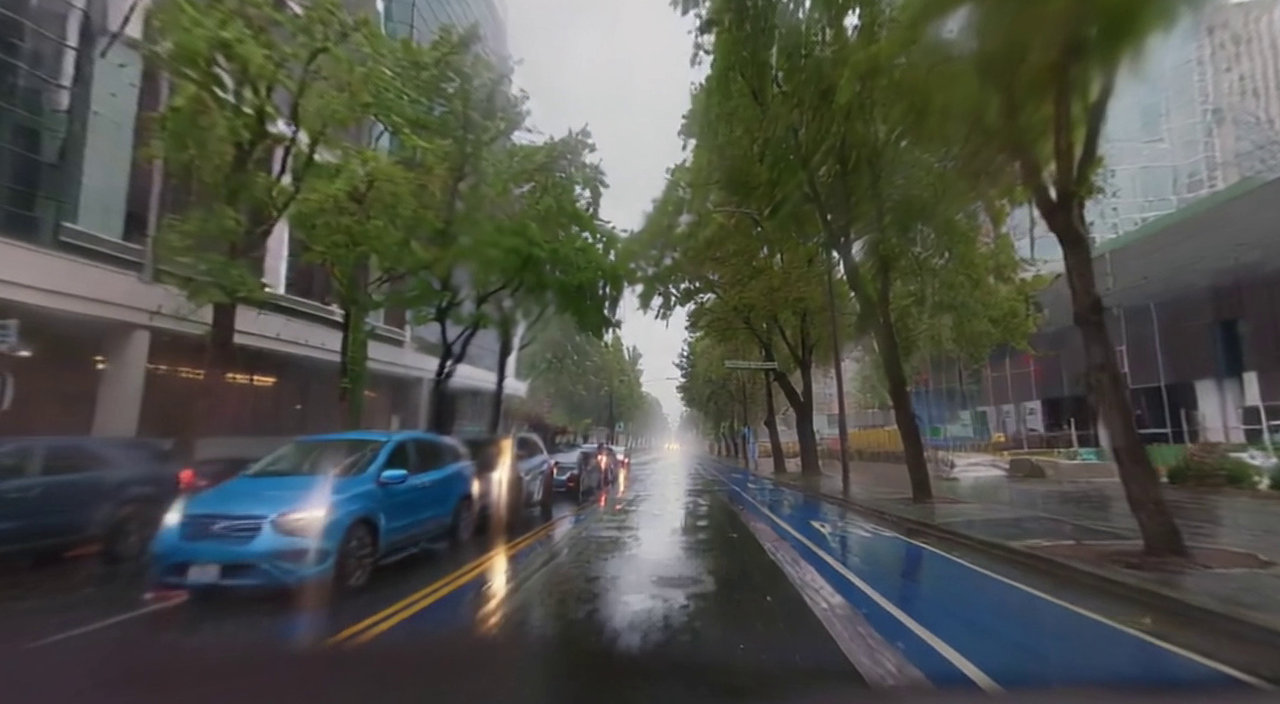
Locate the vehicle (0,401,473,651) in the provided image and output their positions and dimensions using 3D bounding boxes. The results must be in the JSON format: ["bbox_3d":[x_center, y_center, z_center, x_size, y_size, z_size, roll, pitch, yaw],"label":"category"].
[{"bbox_3d":[-3.693,1.623,7.038,2.173,1.814,4.573,-1,-9,3],"label":"vehicle"}]

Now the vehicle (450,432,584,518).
[{"bbox_3d":[-2.887,3.032,16.093,2.225,1.848,4.472,-1,-9,4],"label":"vehicle"}]
